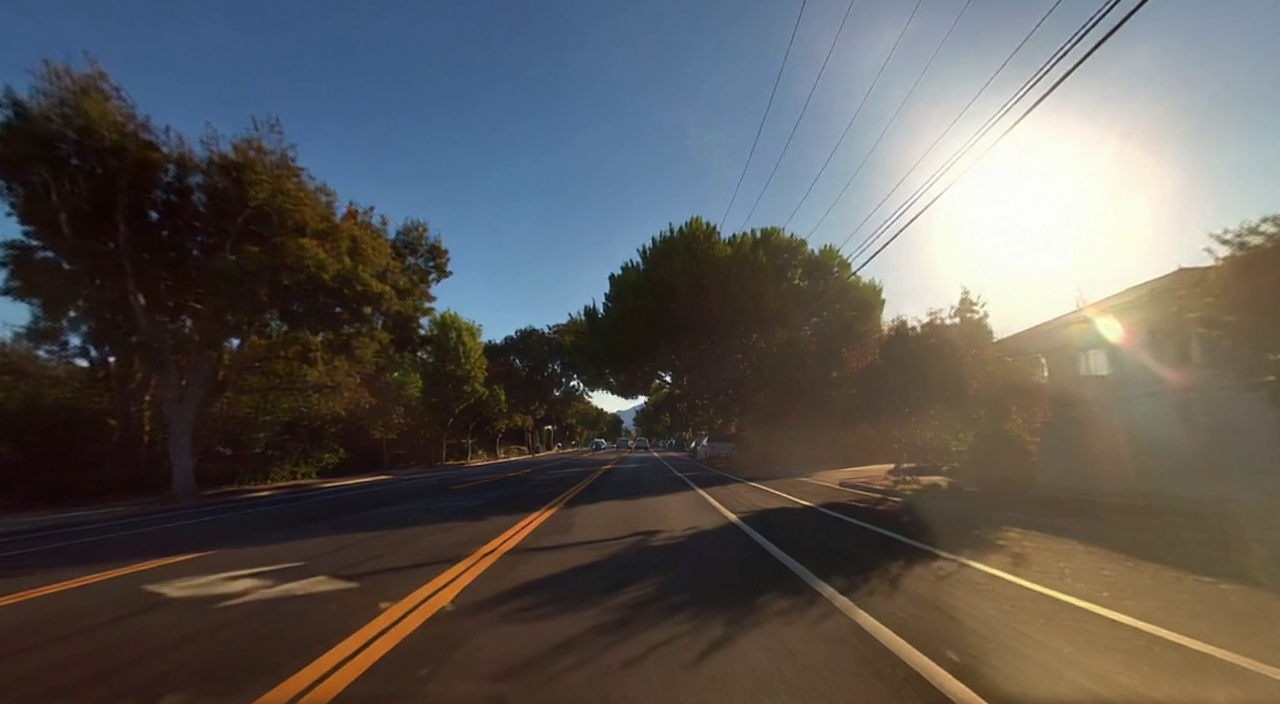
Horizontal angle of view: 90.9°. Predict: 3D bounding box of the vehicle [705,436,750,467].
[{"bbox_3d":[5.380,6.191,39.397,2.160,1.800,4.646,0,-9,0],"label":"vehicle"}]
